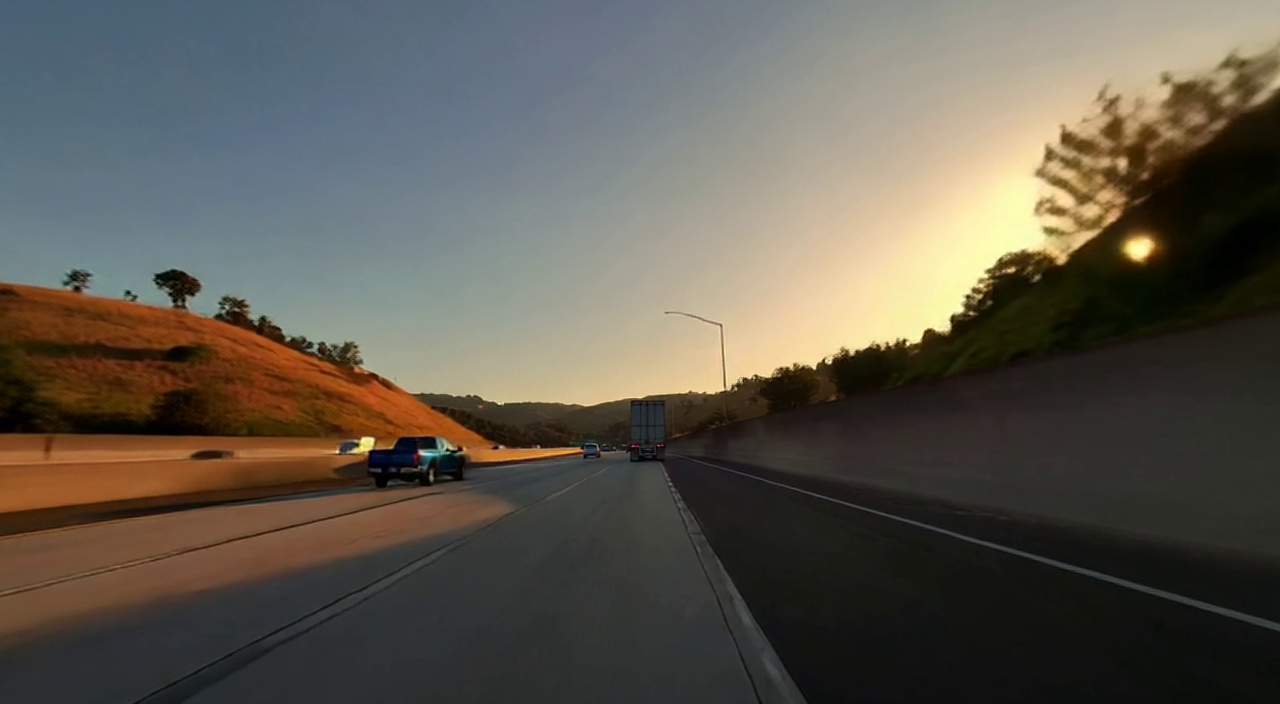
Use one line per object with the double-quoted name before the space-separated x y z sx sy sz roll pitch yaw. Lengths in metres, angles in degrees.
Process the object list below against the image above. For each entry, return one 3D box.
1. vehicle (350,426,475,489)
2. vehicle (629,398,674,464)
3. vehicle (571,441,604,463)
"vehicle" -7.427 3.497 21.341 2.113 1.837 5.339 0 -8 2
"vehicle" 0.894 6.213 48.553 2.951 4.229 15.519 0 -8 1
"vehicle" -3.848 7.446 47.159 1.983 1.508 4.060 0 -8 2
